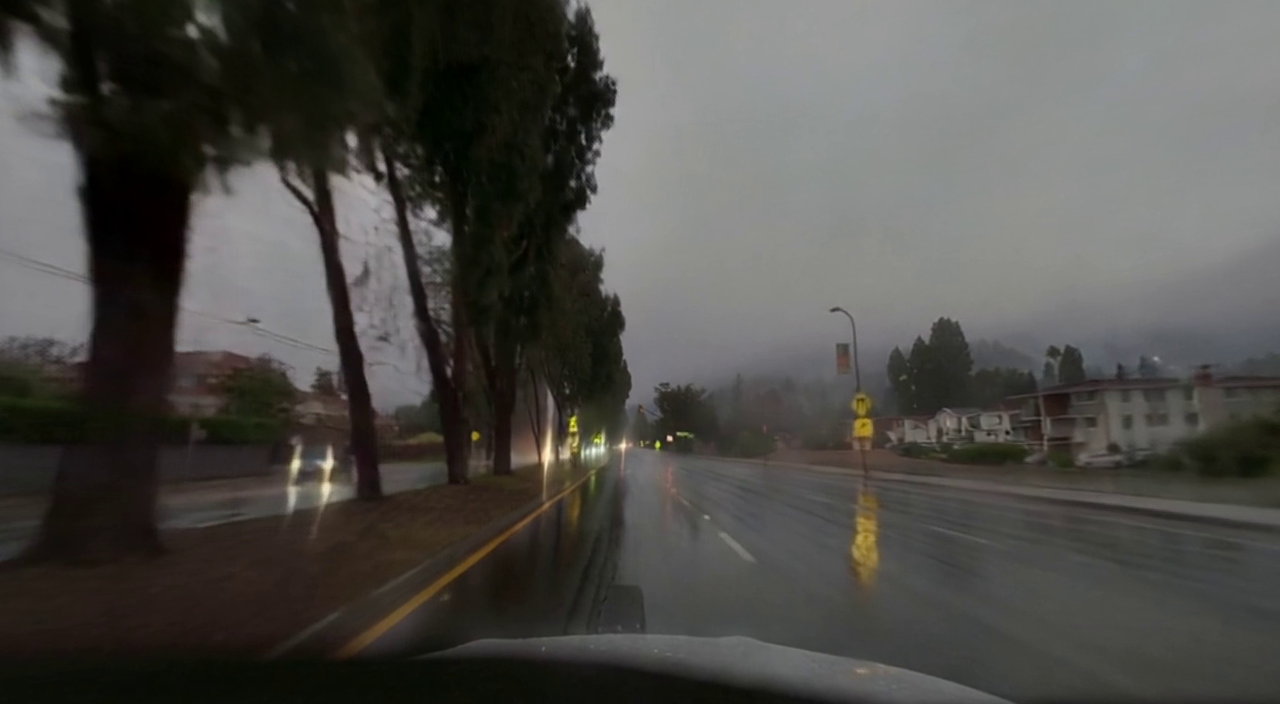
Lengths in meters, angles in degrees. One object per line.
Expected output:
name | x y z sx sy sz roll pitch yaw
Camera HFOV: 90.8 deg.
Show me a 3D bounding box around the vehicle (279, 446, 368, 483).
vehicle | -15.874 5.672 32.021 2.022 1.738 4.668 0 -9 1
